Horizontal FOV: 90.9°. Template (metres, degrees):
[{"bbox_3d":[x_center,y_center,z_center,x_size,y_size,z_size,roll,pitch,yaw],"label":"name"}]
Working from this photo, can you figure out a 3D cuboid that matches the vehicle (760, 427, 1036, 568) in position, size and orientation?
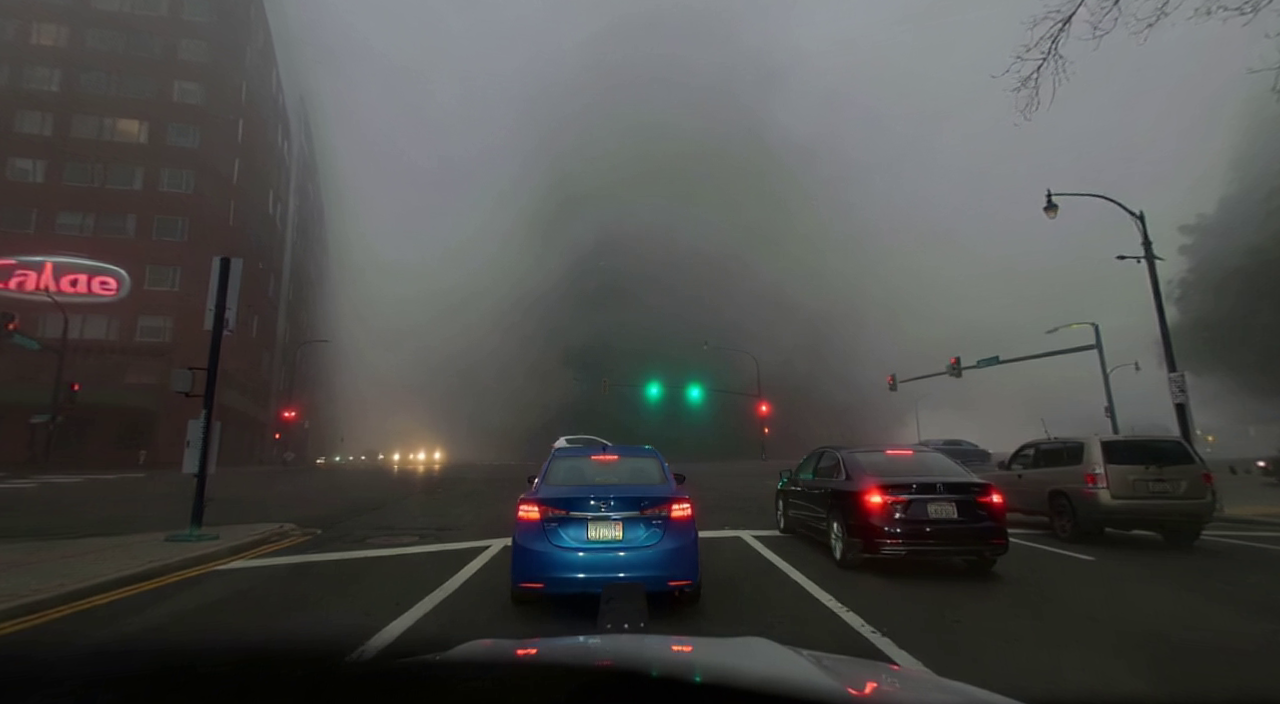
[{"bbox_3d":[3.214,1.888,8.970,2.042,1.508,4.109,0,-8,-2],"label":"vehicle"}]

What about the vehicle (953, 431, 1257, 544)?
[{"bbox_3d":[7.444,2.165,10.787,1.908,1.517,4.182,0,-8,-1],"label":"vehicle"}]

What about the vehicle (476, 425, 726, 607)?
[{"bbox_3d":[-0.369,1.653,7.288,2.059,1.477,3.988,0,-8,-1],"label":"vehicle"}]

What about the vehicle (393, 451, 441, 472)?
[{"bbox_3d":[-17.141,8.394,48.681,2.048,1.463,4.530,0,-8,-1],"label":"vehicle"}]
